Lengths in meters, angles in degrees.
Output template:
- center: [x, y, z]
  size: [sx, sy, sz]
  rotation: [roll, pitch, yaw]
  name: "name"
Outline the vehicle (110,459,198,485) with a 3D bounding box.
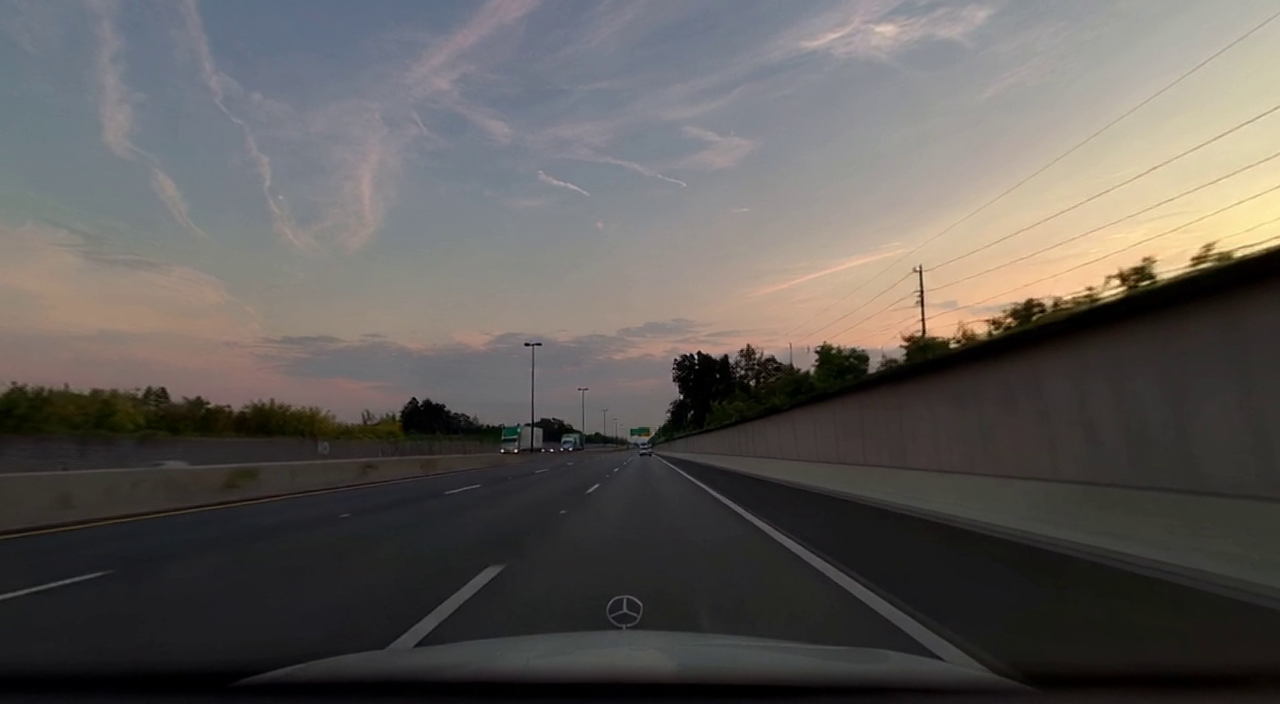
- center: [-30.170, 7.412, 39.310]
  size: [1.926, 1.425, 4.613]
  rotation: [0, -9, -3]
  name: "vehicle"
